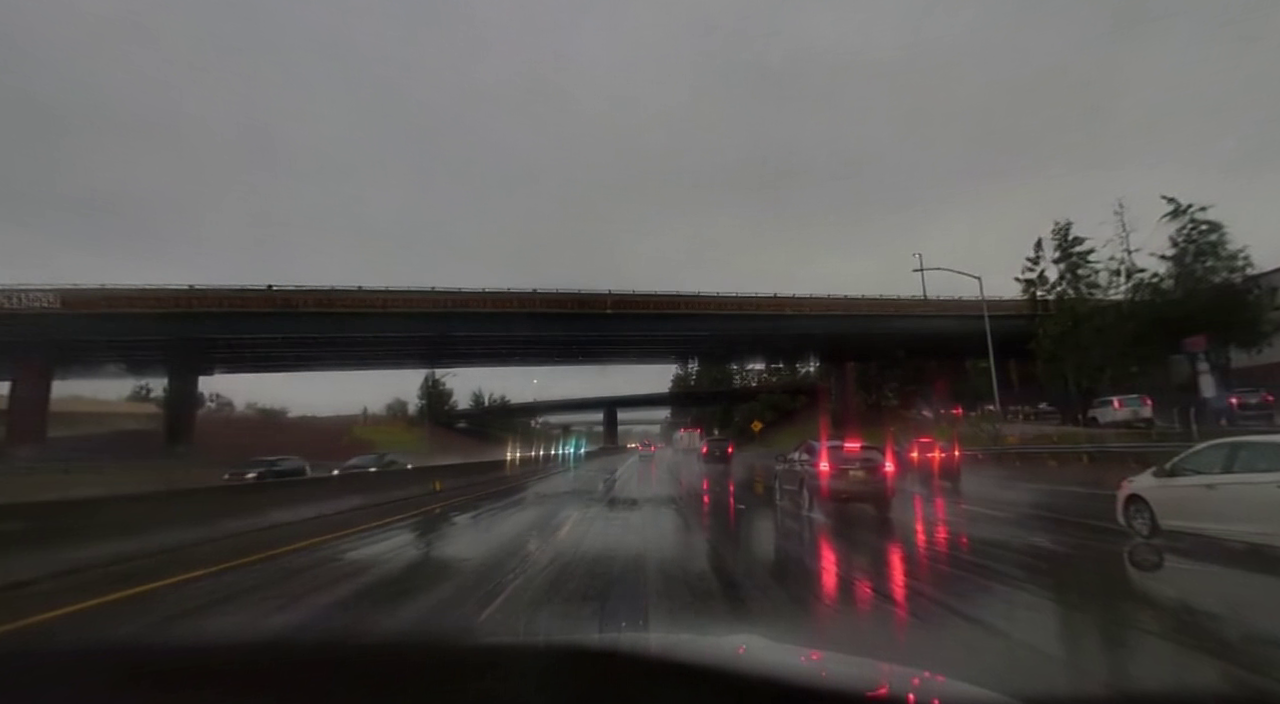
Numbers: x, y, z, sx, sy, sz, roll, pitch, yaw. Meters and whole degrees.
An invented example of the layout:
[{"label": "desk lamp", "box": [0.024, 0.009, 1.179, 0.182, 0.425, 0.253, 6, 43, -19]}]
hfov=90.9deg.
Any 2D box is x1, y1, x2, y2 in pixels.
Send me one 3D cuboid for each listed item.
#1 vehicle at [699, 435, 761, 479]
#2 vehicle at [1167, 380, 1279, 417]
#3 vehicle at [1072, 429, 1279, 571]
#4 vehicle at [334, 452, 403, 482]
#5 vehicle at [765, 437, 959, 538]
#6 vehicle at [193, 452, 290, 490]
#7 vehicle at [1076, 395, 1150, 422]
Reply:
[{"label": "vehicle", "box": [4.035, 4.803, 29.129, 2.086, 1.858, 4.737, 0, -8, -1]}, {"label": "vehicle", "box": [33.937, 2.787, 36.899, 2.131, 1.840, 4.870, -1, -8, 4]}, {"label": "vehicle", "box": [7.700, 1.696, 7.572, 1.919, 1.476, 4.303, 0, -8, 0]}, {"label": "vehicle", "box": [-15.000, 6.370, 35.116, 1.928, 1.479, 4.149, 0, -8, 1]}, {"label": "vehicle", "box": [3.736, 2.342, 11.618, 1.902, 1.481, 4.451, 0, -8, -1]}, {"label": "vehicle", "box": [-19.167, 5.713, 30.607, 1.870, 1.672, 4.349, 0, -8, 0]}, {"label": "vehicle", "box": [35.259, 4.252, 47.185, 2.024, 1.757, 4.696, -1, -8, 3]}]
